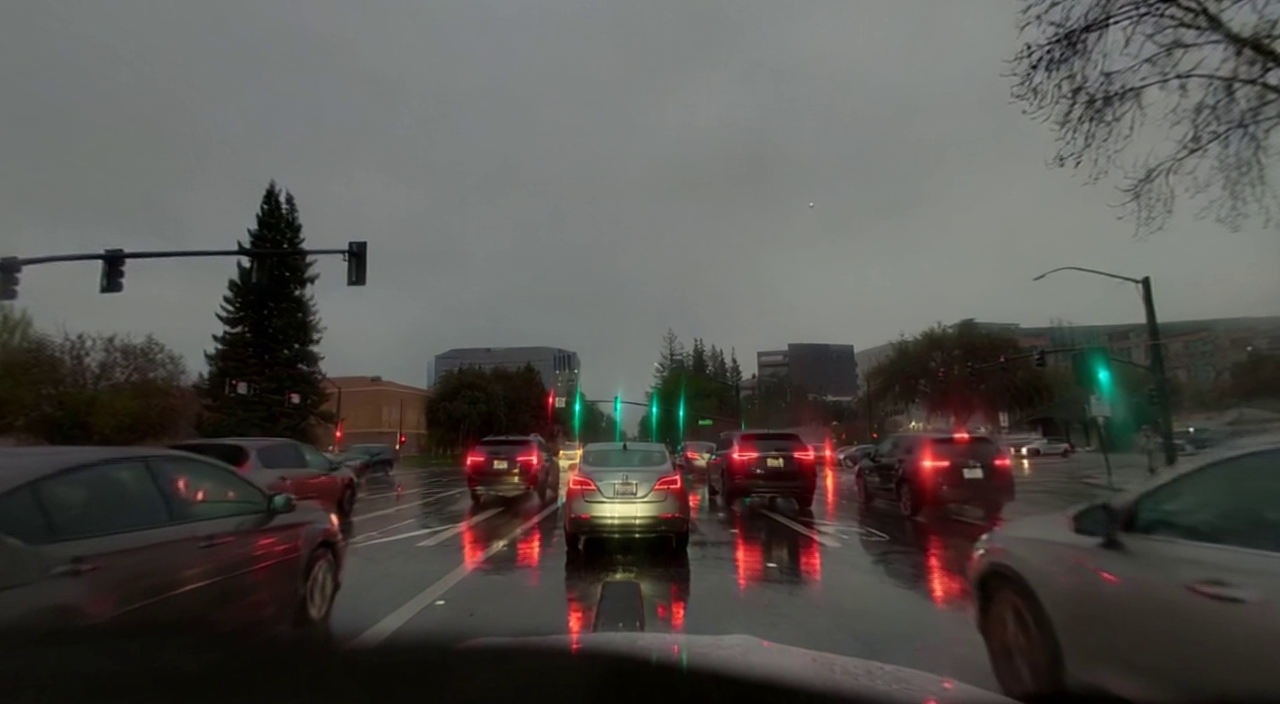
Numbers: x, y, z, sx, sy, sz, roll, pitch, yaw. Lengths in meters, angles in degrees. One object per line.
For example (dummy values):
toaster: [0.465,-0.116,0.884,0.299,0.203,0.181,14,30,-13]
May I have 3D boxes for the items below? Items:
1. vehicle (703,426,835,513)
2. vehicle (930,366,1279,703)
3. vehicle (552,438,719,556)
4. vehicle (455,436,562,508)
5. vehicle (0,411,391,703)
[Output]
vehicle: [2.874,2.742,15.270,2.138,1.778,4.422,0,-8,-2]
vehicle: [3.057,0.814,1.876,1.996,1.566,4.917,0,-8,-1]
vehicle: [-0.108,2.115,9.983,2.098,1.461,3.958,0,-8,-1]
vehicle: [-3.425,3.196,17.372,2.033,1.714,4.278,0,-8,0]
vehicle: [-3.231,1.113,3.305,2.045,1.463,4.490,0,-8,0]
